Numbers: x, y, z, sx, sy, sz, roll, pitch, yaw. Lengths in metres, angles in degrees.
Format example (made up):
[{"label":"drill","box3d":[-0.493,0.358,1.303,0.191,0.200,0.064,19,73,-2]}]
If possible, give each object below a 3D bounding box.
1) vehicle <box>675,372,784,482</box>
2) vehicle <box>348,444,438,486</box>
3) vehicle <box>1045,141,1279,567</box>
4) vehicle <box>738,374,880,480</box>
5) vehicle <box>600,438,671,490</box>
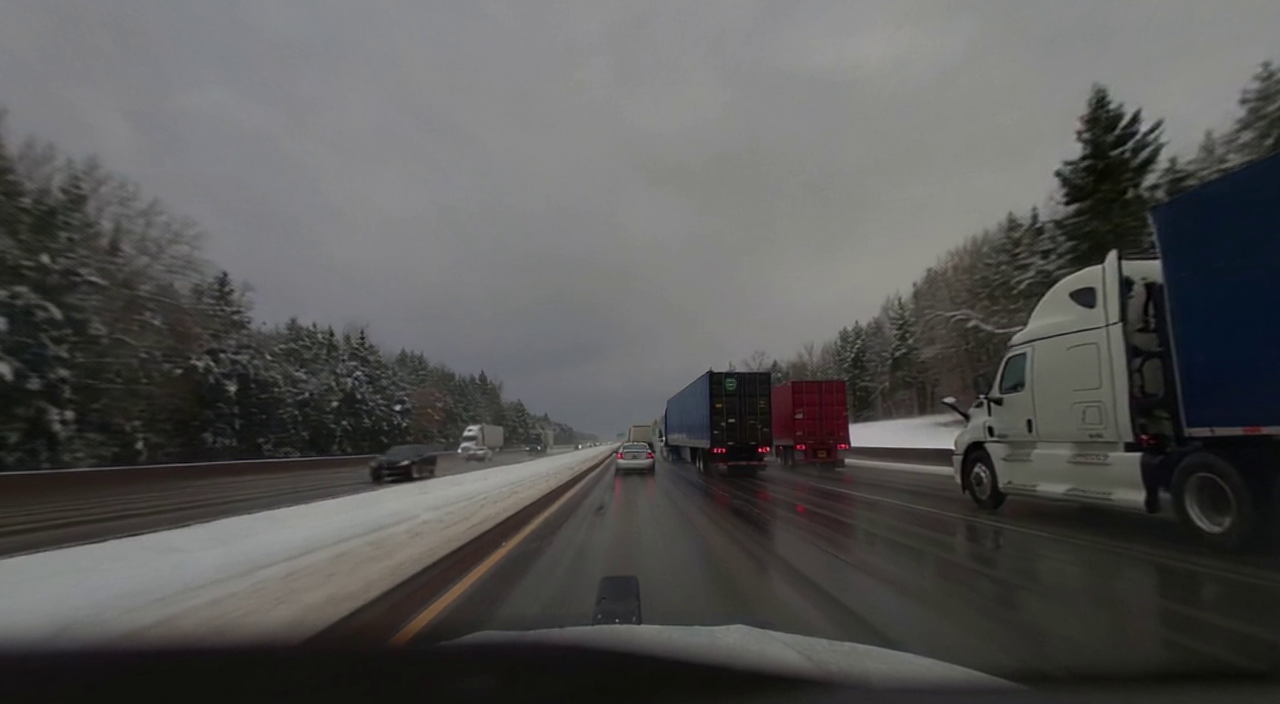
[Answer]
[{"label":"vehicle","box3d":[3.745,3.753,30.786,2.888,4.099,14.183,0,-8,-2]},{"label":"vehicle","box3d":[-9.776,4.466,25.305,1.890,1.468,4.193,0,-8,0]},{"label":"vehicle","box3d":[8.160,-0.483,2.737,3.110,4.308,14.260,0,-8,-1]},{"label":"vehicle","box3d":[7.692,3.852,31.680,2.876,4.111,14.145,0,-8,-2]},{"label":"vehicle","box3d":[-0.184,3.500,20.217,2.038,1.477,3.773,0,-8,-2]}]
